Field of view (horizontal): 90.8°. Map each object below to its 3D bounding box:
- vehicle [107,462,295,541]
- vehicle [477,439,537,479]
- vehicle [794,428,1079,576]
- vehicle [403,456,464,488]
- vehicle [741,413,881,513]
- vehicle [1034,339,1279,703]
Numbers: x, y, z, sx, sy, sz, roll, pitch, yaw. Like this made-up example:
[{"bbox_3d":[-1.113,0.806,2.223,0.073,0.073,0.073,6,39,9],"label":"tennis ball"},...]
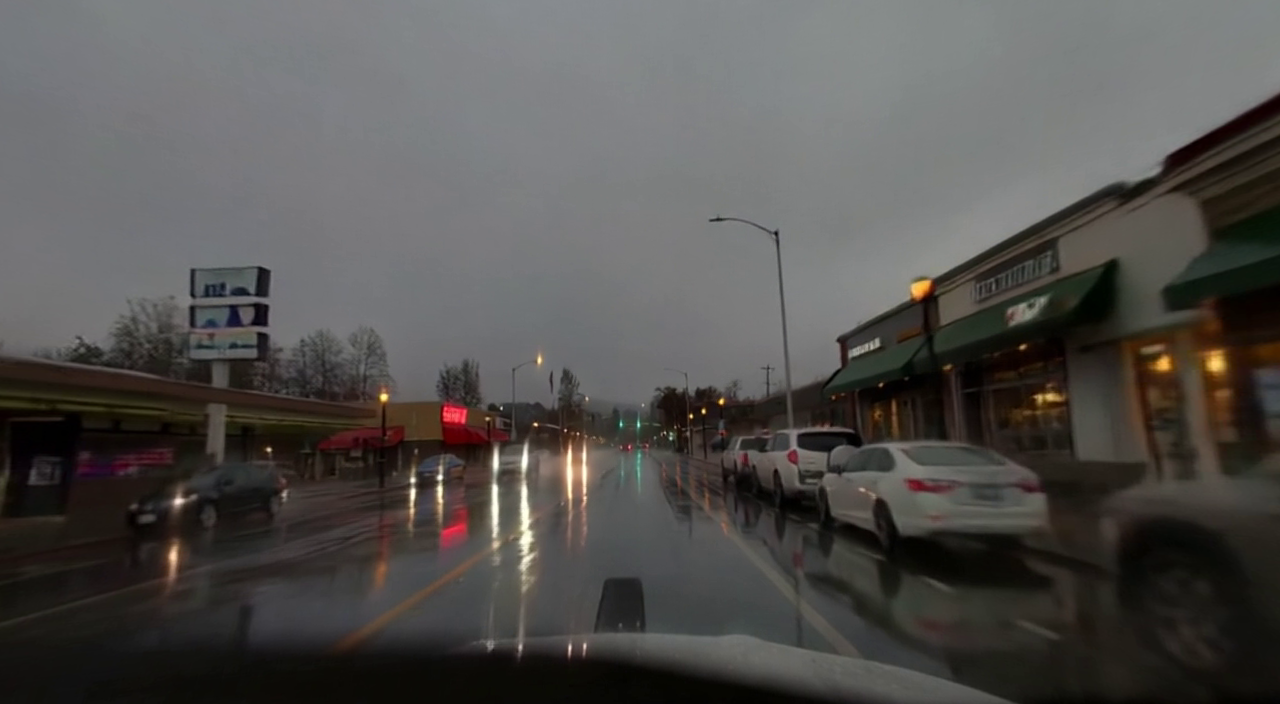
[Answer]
[{"bbox_3d":[-10.765,3.634,15.922,1.930,1.621,3.853,-1,-9,0],"label":"vehicle"},{"bbox_3d":[-6.680,5.433,32.308,2.044,1.839,4.512,-1,-9,0],"label":"vehicle"},{"bbox_3d":[3.887,2.060,9.435,1.876,1.468,4.672,-5,-9,-1],"label":"vehicle"},{"bbox_3d":[-10.516,6.103,32.482,1.846,1.463,4.206,0,-9,-1],"label":"vehicle"},{"bbox_3d":[3.830,2.595,15.110,1.976,2.001,4.430,0,-9,-2],"label":"vehicle"},{"bbox_3d":[3.868,0.745,1.868,2.132,1.889,5.213,-1,-9,2],"label":"vehicle"}]
